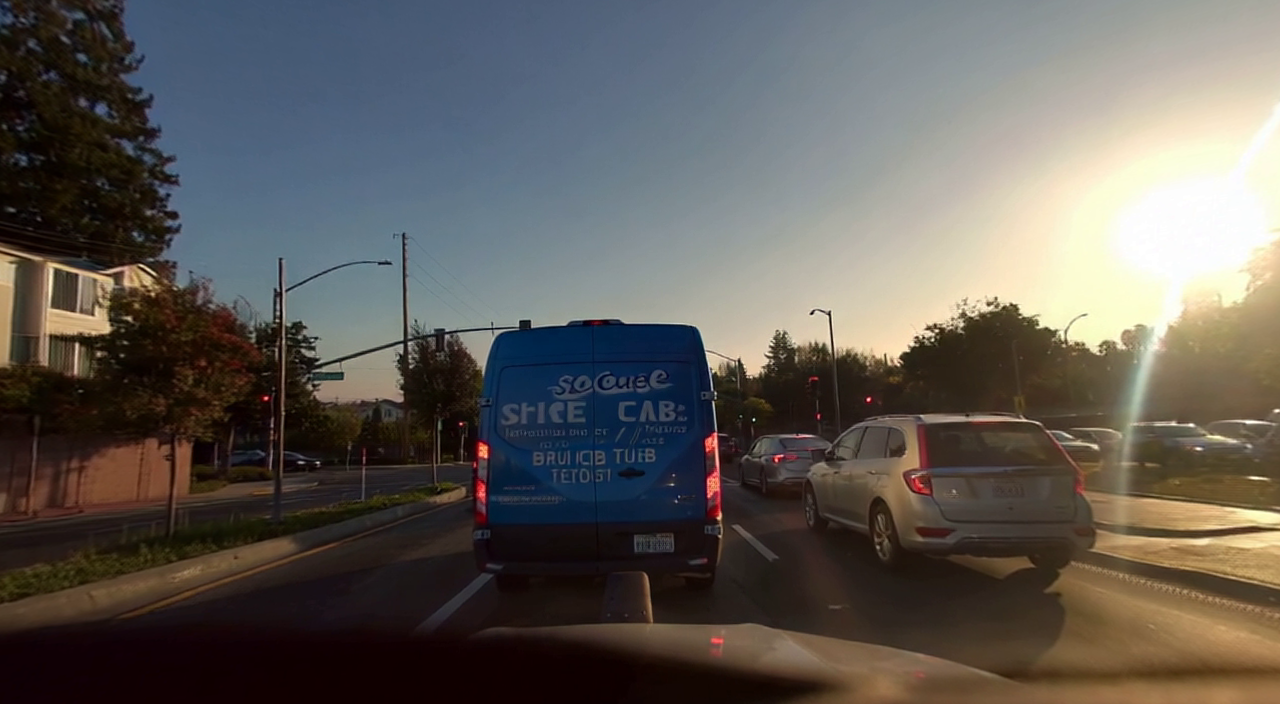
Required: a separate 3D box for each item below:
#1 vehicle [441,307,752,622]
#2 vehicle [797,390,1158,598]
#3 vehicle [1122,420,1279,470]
[{"bbox_3d":[-0.303,1.231,7.545,2.422,2.488,4.992,0,-8,1],"label":"vehicle"},{"bbox_3d":[3.434,1.531,7.614,1.965,1.771,4.295,0,-8,0],"label":"vehicle"},{"bbox_3d":[17.187,2.831,19.181,3.491,1.443,1.837,0,-8,0],"label":"vehicle"}]
